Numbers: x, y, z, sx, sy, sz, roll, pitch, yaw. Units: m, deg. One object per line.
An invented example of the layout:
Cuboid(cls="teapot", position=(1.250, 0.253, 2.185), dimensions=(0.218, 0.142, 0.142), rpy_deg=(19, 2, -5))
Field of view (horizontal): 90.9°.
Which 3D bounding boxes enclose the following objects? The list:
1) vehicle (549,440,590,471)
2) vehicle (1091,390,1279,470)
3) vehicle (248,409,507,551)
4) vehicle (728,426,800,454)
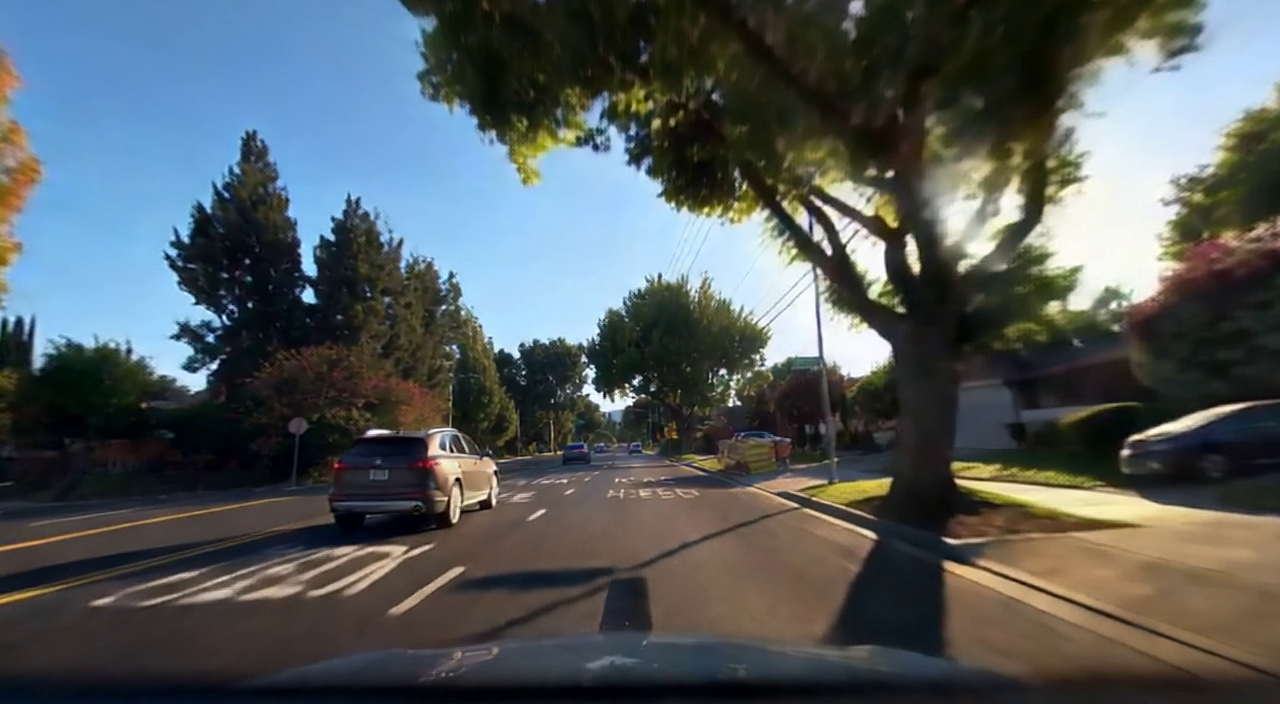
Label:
Cuboid(cls="vehicle", position=(-3.734, 5.547, 33.932), dimensions=(1.802, 1.528, 3.490), rpy_deg=(0, -8, -1))
Cuboid(cls="vehicle", position=(12.352, 1.629, 13.087), dimensions=(4.411, 1.522, 2.004), rpy_deg=(0, -8, -1))
Cuboid(cls="vehicle", position=(-3.784, 1.941, 10.202), dimensions=(2.190, 1.766, 4.394), rpy_deg=(0, -8, 2))
Cuboid(cls="vehicle", position=(9.355, 6.699, 47.890), dimensions=(4.944, 2.023, 1.973), rpy_deg=(0, -8, -3))
